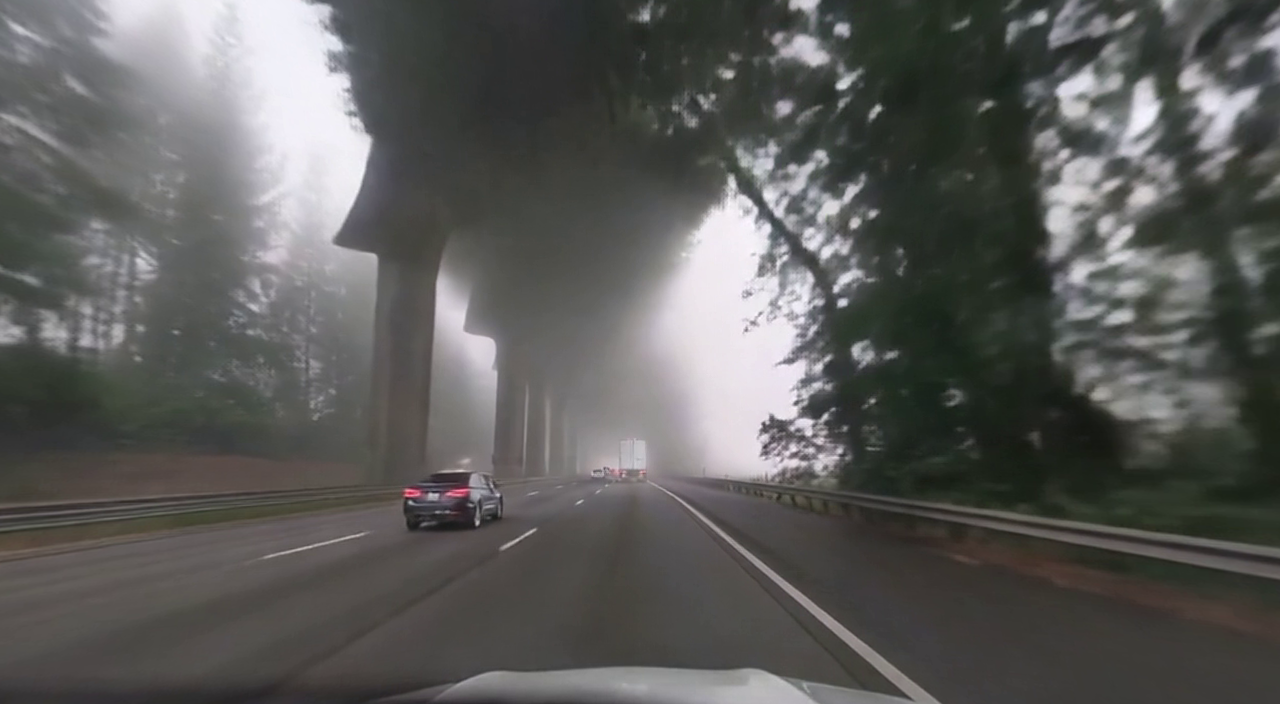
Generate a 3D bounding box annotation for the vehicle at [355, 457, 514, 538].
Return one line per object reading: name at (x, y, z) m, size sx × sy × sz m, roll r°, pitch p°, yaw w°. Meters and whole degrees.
vehicle at (-4.333, 3.182, 14.262) m, size 1.950 × 1.460 × 4.812 m, roll 1°, pitch -11°, yaw 0°
